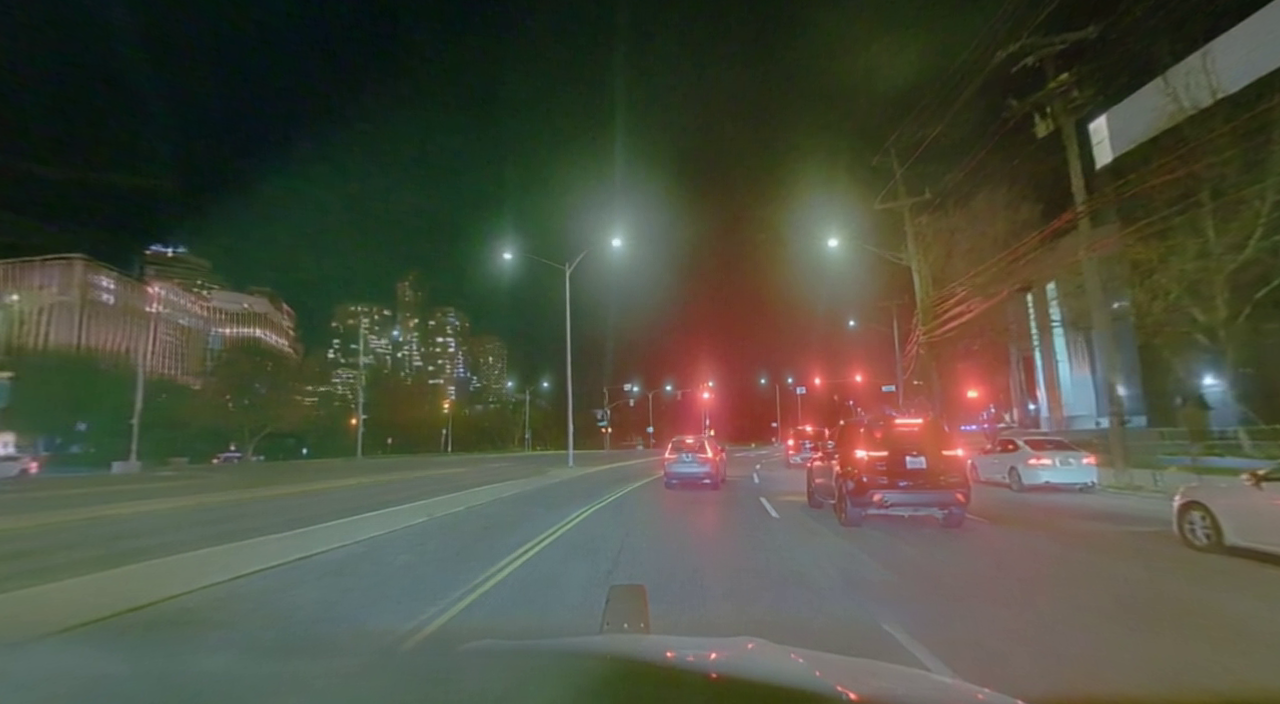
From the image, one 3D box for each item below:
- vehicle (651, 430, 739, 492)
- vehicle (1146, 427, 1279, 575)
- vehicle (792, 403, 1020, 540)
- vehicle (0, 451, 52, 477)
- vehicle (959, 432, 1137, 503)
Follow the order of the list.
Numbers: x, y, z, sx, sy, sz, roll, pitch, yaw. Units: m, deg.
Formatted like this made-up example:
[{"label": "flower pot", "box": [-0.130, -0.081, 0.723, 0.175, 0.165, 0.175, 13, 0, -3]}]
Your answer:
[{"label": "vehicle", "box": [1.678, 3.027, 17.802, 2.168, 1.527, 4.174, -1, -9, 9]}, {"label": "vehicle", "box": [7.334, 1.406, 5.718, 1.866, 1.471, 4.478, 0, -9, 2]}, {"label": "vehicle", "box": [4.142, 1.963, 10.937, 2.119, 1.810, 4.848, -1, -9, 4]}, {"label": "vehicle", "box": [-39.720, 7.122, 40.277, 4.848, 1.498, 2.009, -6, -10, 35]}, {"label": "vehicle", "box": [9.759, 2.782, 15.610, 1.882, 1.463, 4.543, -1, -9, 8]}]
